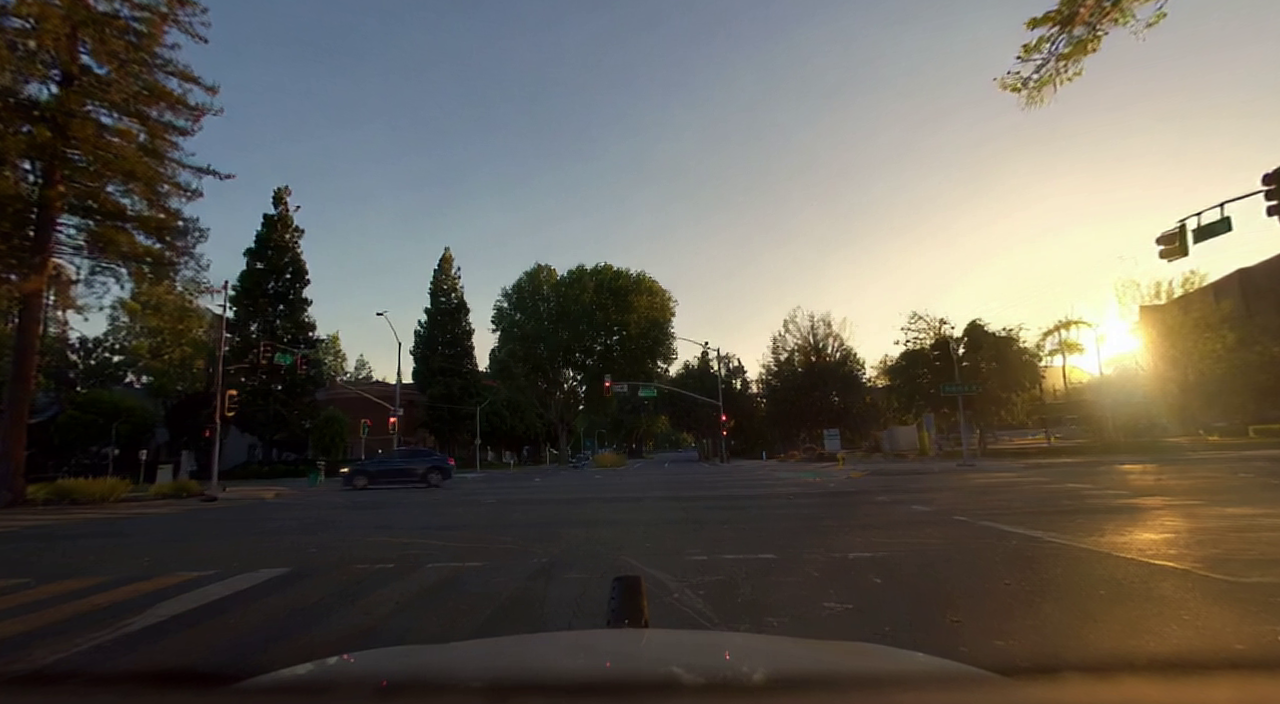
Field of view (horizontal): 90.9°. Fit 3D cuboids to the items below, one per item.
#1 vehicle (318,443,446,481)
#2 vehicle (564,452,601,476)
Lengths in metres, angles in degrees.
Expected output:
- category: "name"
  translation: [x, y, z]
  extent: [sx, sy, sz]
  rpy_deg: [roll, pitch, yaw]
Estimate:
- category: "vehicle"
  translation: [-13.586, 5.809, 33.423]
  extent: [5.762, 1.886, 2.241]
  rpy_deg: [0, -8, 2]
- category: "vehicle"
  translation: [-4.475, 8.834, 49.824]
  extent: [2.030, 1.704, 4.205]
  rpy_deg: [-1, -8, 7]
